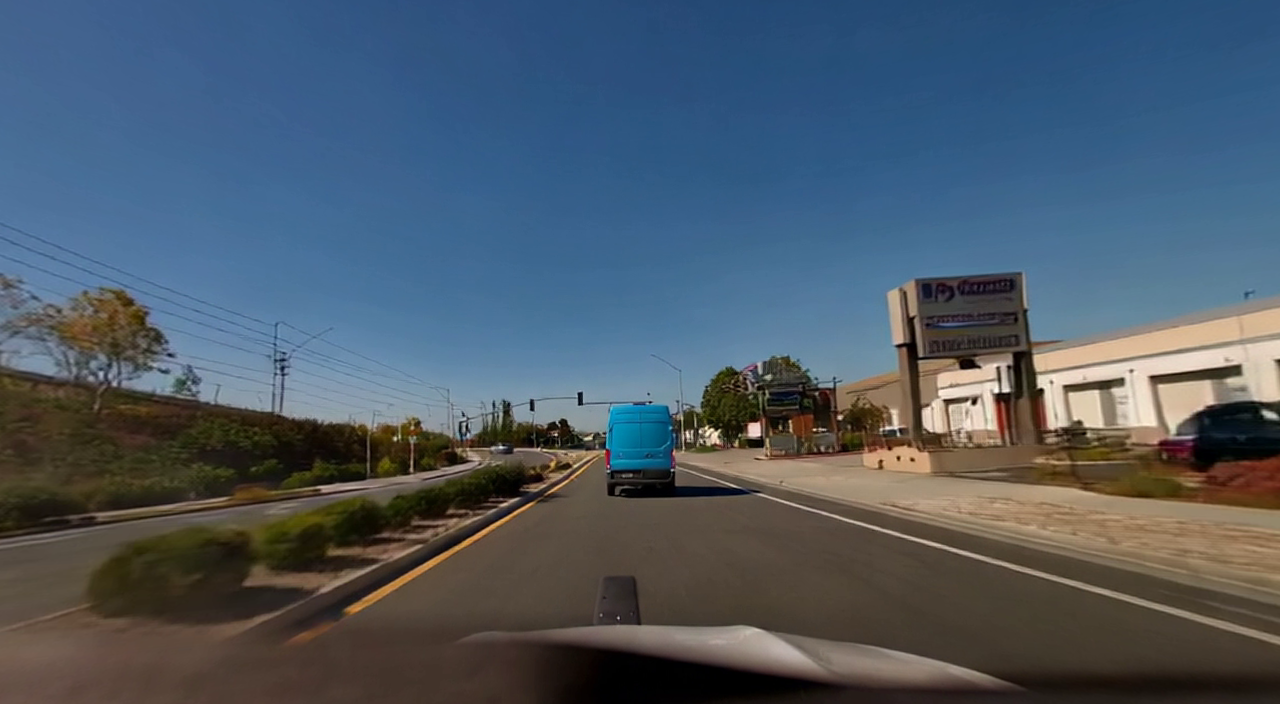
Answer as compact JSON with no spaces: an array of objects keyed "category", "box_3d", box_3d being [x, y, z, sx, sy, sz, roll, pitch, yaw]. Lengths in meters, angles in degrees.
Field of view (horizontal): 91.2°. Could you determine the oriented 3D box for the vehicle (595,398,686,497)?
[{"category":"vehicle","box_3d":[-0.089,2.990,19.742,2.432,2.624,5.670,0,-8,-2]}]
